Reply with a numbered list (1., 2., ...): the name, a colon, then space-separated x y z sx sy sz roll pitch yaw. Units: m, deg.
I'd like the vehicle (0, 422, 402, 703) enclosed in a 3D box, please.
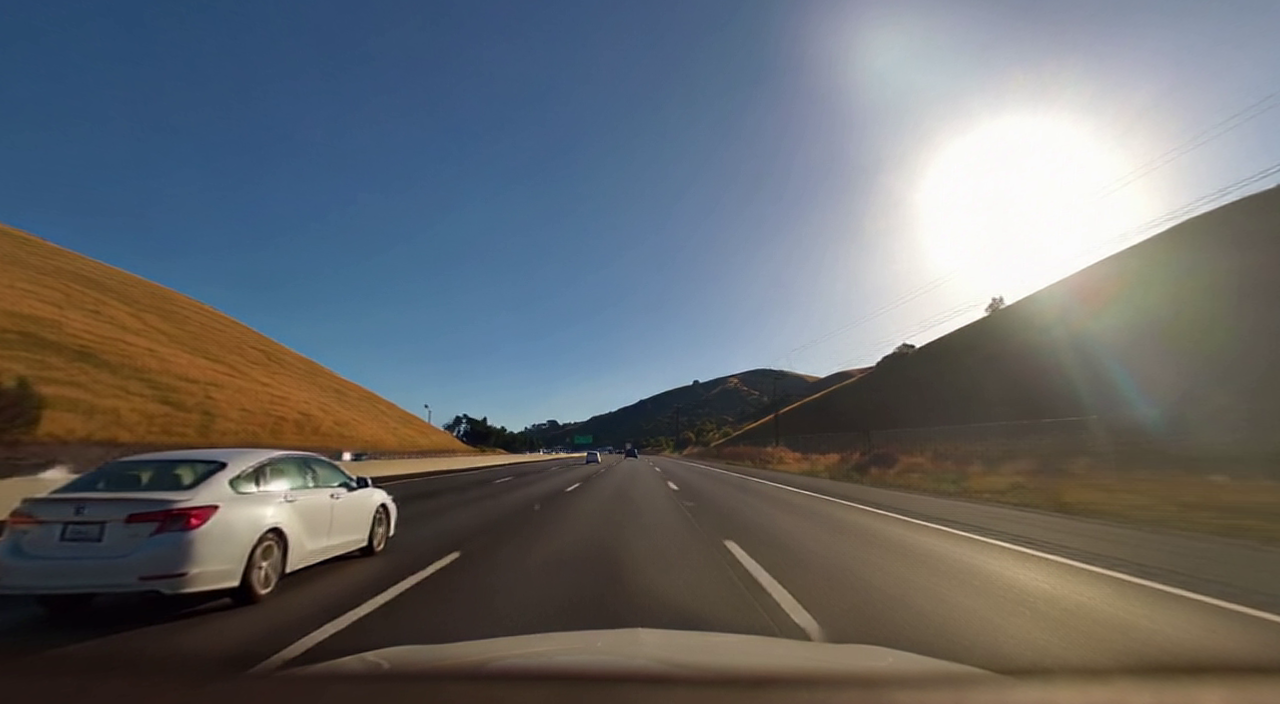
1. vehicle: -4.102 1.470 5.550 2.064 1.489 4.966 0 -9 0
